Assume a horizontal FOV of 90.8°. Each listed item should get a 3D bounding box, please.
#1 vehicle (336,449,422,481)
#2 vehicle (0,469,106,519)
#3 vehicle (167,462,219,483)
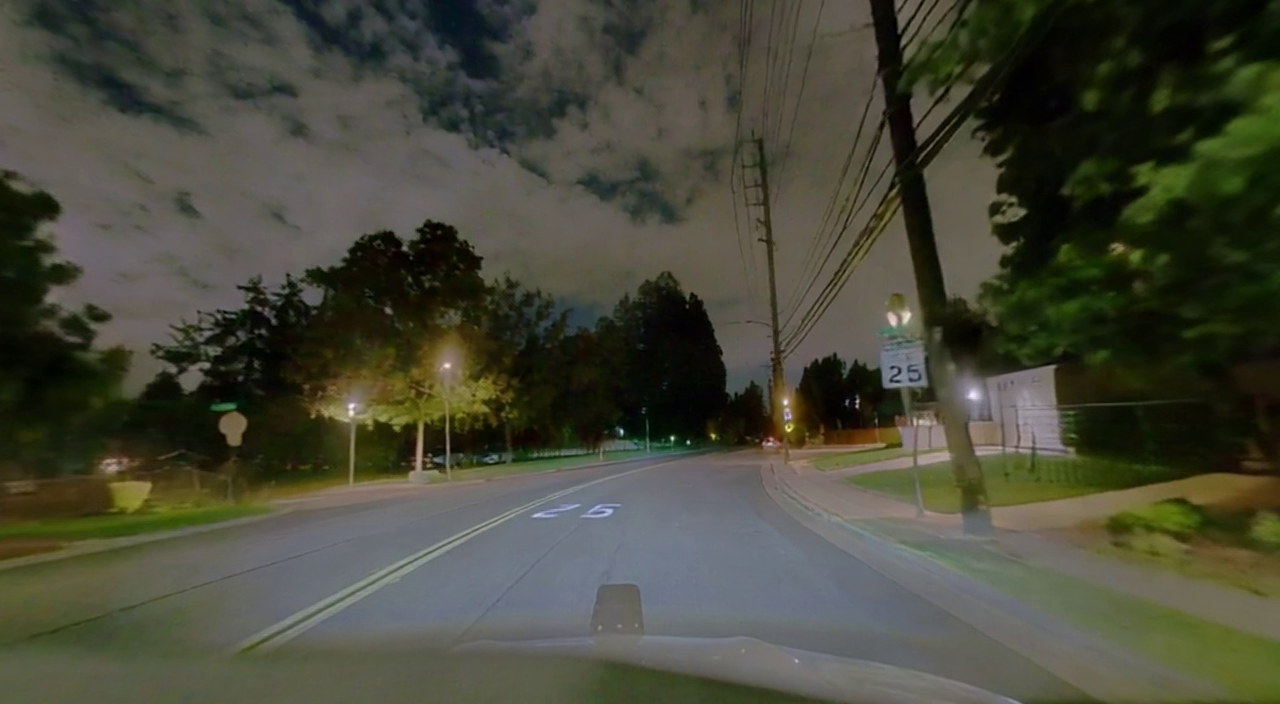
[{"bbox_3d":[-15.633,6.749,37.938,4.675,1.442,1.906,-1,-7,-23],"label":"vehicle"},{"bbox_3d":[-21.804,4.839,21.558,4.943,1.493,2.036,2,-9,-15],"label":"vehicle"},{"bbox_3d":[-35.295,9.454,49.804,4.305,1.465,1.903,-6,-10,35],"label":"vehicle"}]
